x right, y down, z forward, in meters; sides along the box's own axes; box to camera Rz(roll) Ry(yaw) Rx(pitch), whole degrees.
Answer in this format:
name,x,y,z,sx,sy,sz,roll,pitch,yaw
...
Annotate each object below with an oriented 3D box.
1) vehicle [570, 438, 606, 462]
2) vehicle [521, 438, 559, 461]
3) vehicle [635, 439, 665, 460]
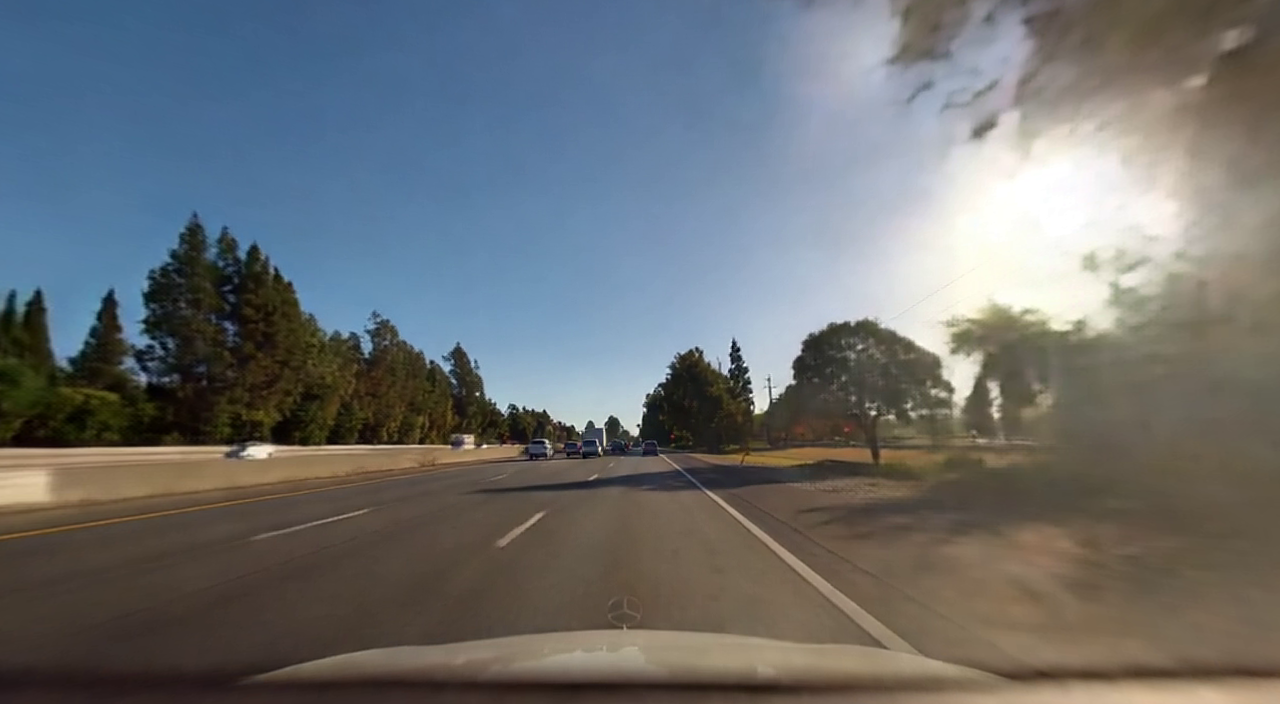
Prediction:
name,x,y,z,sx,sy,sz,roll,pitch,yaw
vehicle,-3.441,6.568,42.294,2.046,1.478,4.111,0,-8,1
vehicle,-7.052,6.926,44.736,1.936,1.497,4.251,0,-8,1
vehicle,0.700,6.968,45.102,2.057,1.453,3.926,0,-8,1
